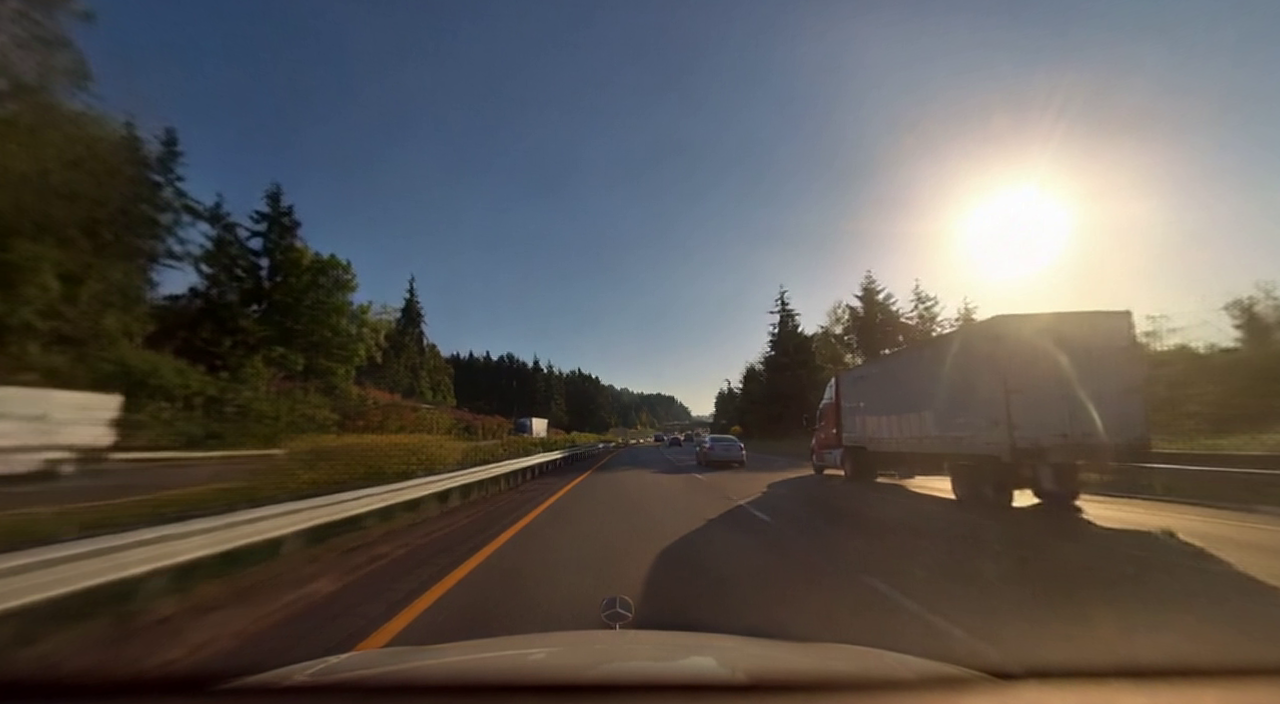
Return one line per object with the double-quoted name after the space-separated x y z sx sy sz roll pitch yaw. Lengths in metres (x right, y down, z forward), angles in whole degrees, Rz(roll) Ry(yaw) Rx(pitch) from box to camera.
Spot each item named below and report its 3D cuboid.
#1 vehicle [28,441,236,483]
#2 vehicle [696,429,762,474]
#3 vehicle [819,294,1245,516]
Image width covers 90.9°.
-17.201 3.732 21.932 2.491 1.219 5.785 0 -8 0 "vehicle"
3.604 4.103 26.340 2.011 1.672 4.415 0 -8 -2 "vehicle"
9.170 1.852 18.626 3.440 4.093 13.944 0 -8 -1 "vehicle"
